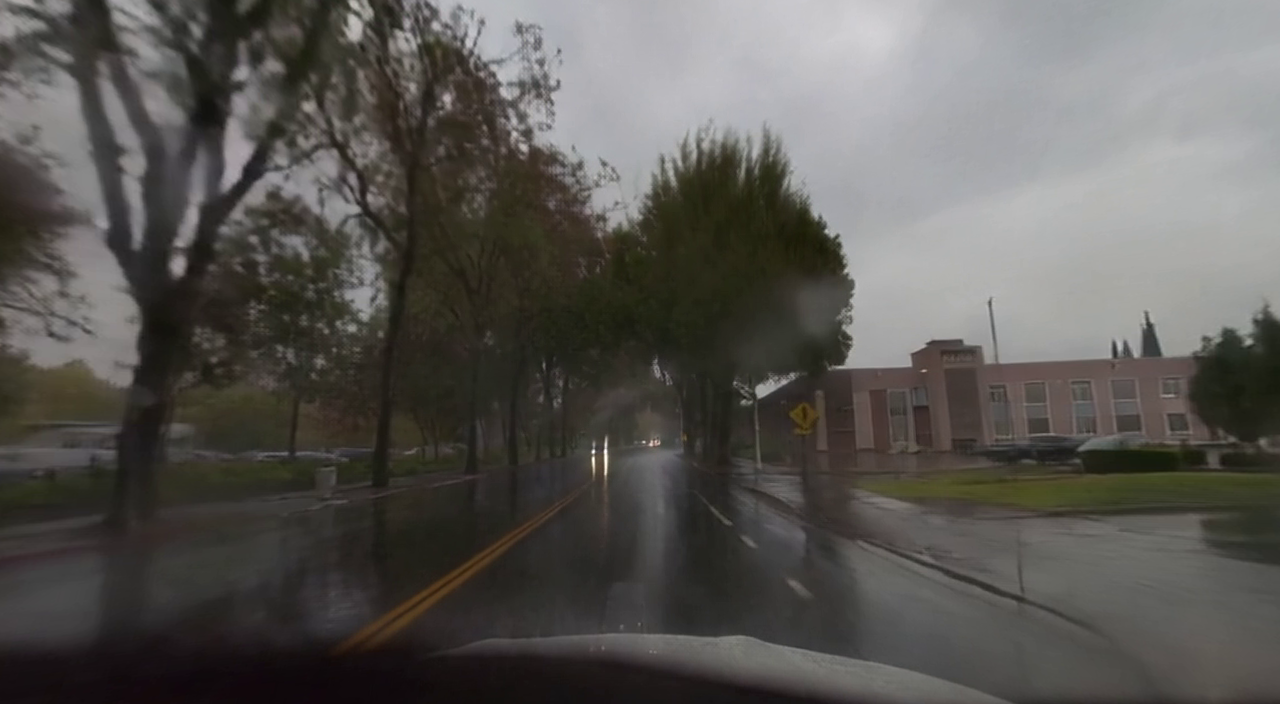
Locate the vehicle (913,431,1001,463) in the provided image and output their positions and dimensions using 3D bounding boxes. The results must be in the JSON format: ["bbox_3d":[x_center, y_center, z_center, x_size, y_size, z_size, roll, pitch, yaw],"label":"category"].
[{"bbox_3d":[21.092,6.335,42.149,4.593,1.776,2.094,-4,-8,1],"label":"vehicle"}]

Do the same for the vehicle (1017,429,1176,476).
[{"bbox_3d":[16.396,3.629,22.918,4.134,1.580,1.952,-1,-8,6],"label":"vehicle"}]
